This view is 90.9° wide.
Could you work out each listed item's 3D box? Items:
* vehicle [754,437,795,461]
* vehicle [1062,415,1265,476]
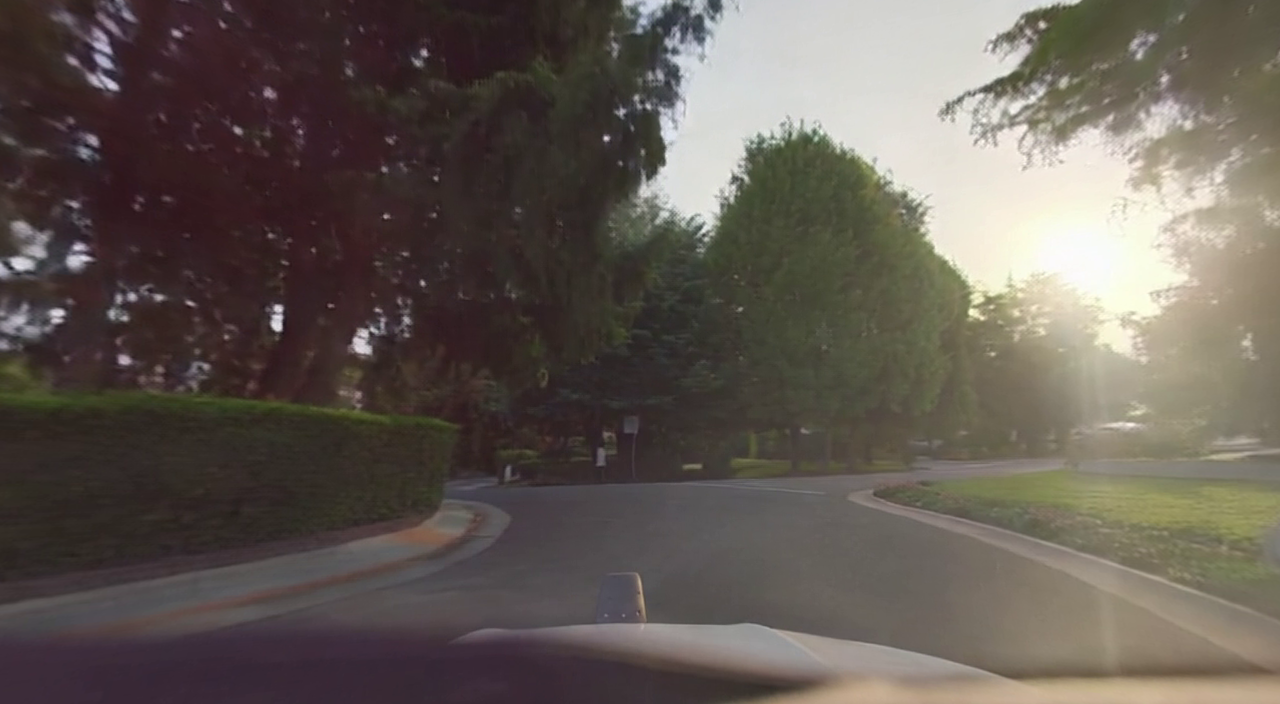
[{"bbox_3d":[9.487,6.846,44.693,1.802,1.548,3.501,3,-8,-7],"label":"vehicle"},{"bbox_3d":[16.791,3.071,20.673,2.023,1.756,4.799,2,-9,-10],"label":"vehicle"}]
